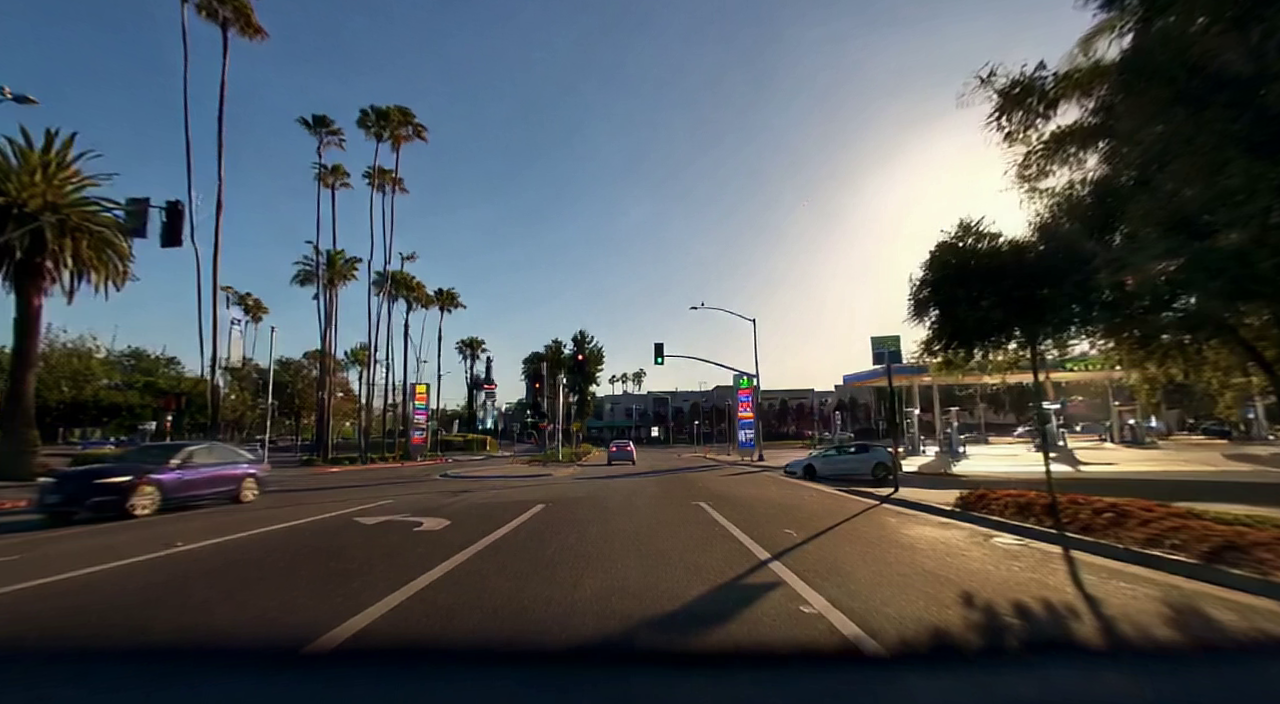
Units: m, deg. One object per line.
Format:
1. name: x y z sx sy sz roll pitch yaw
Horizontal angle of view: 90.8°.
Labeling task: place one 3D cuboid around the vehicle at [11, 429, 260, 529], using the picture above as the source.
1. vehicle: -11.378 2.850 14.816 2.009 1.949 4.488 0 -8 1

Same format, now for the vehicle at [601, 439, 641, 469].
1. vehicle: -1.043 5.645 35.095 2.073 1.525 4.809 0 -8 -2
